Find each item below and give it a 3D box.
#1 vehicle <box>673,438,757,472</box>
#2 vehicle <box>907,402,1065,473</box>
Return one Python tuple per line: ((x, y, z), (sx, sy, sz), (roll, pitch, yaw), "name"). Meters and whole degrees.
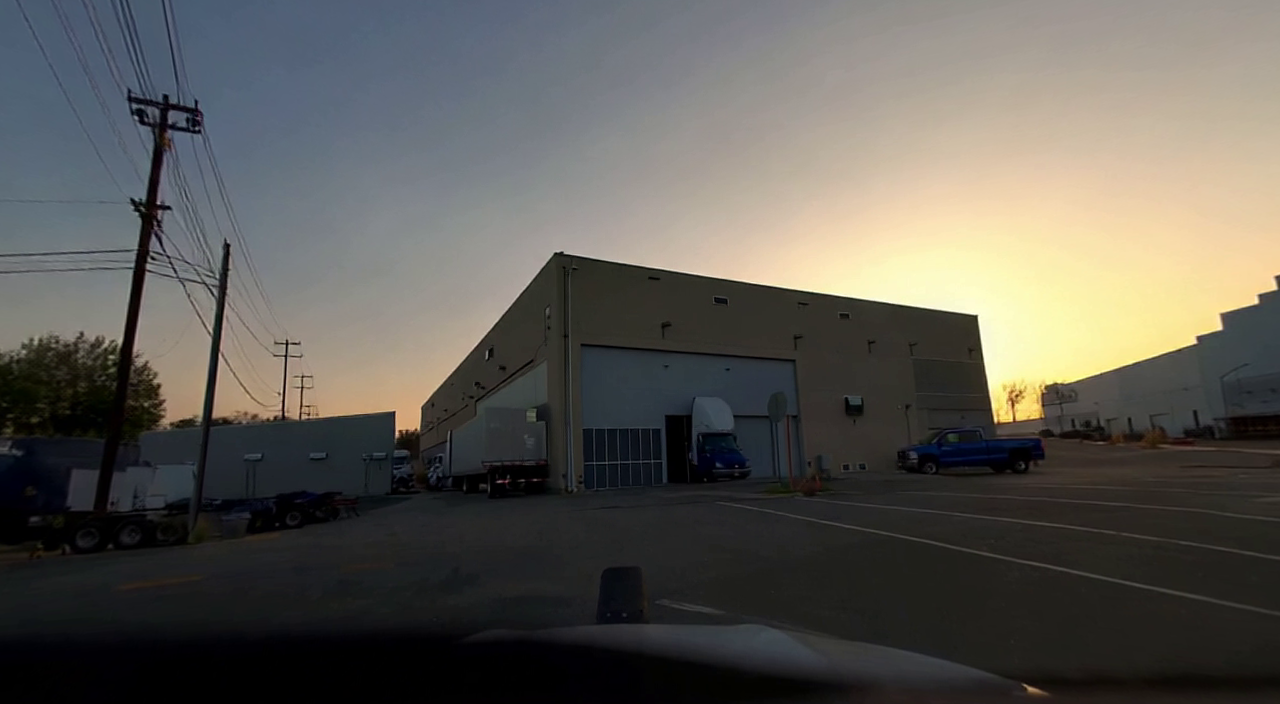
((4.892, 6.775, 41.666), (5.207, 2.103, 1.997), (0, -8, -4), "vehicle")
((17.445, 4.409, 32.123), (6.271, 3.004, 2.298), (-5, -10, 4), "vehicle")
